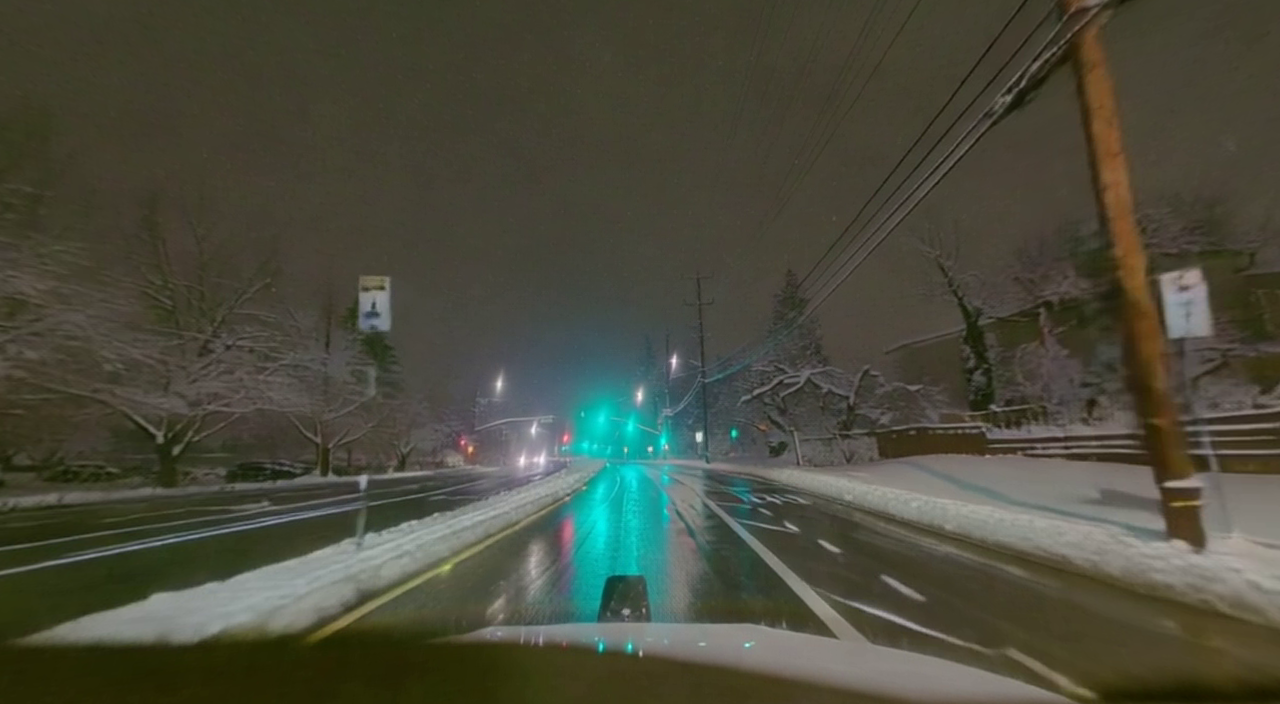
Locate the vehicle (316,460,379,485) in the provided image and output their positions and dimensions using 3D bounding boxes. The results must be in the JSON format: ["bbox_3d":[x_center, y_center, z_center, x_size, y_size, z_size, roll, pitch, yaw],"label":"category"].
[{"bbox_3d":[-21.259,8.768,46.114,1.954,1.575,5.225,-1,-8,2],"label":"vehicle"}]

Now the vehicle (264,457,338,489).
[{"bbox_3d":[-21.464,7.666,40.135,1.974,1.704,4.628,0,-8,2],"label":"vehicle"}]

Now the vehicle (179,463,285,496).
[{"bbox_3d":[-21.485,6.710,33.512,1.919,1.497,5.140,-1,-9,4],"label":"vehicle"}]
